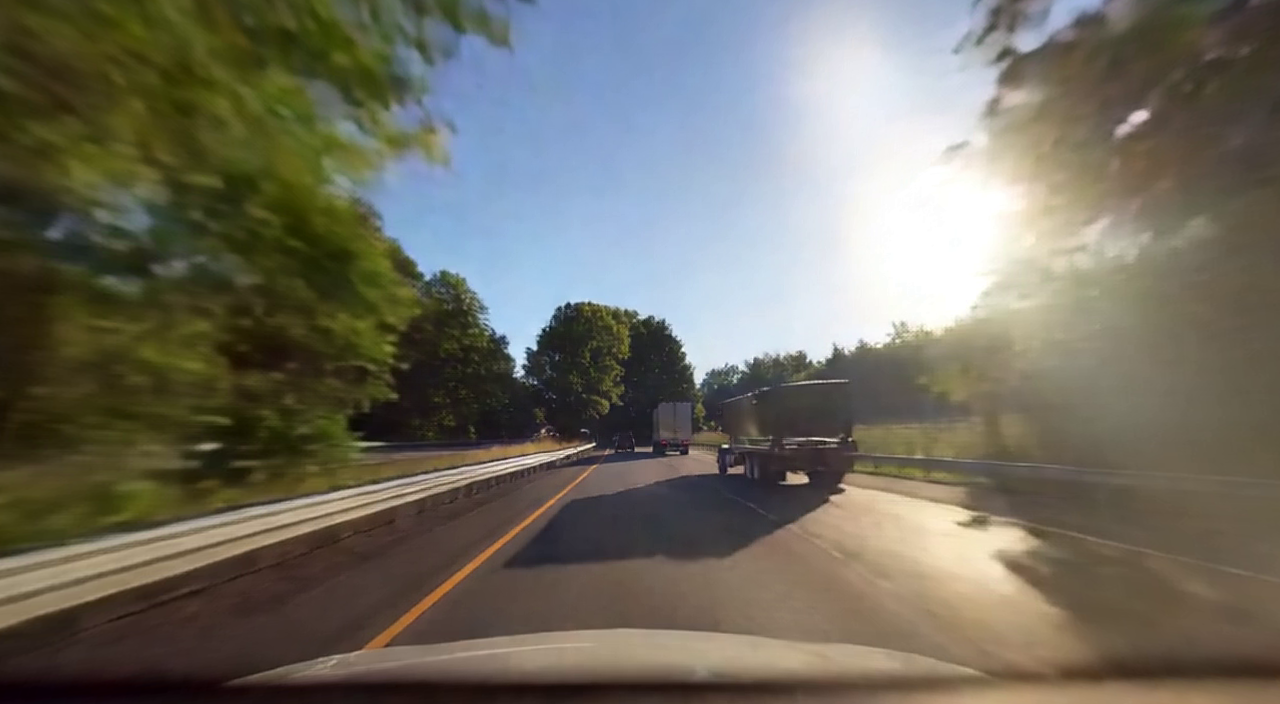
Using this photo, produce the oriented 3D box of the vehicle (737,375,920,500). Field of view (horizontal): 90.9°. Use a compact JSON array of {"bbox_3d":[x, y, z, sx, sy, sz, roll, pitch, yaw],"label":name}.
[{"bbox_3d":[4.619,2.274,17.001,2.741,2.716,6.323,0,-8,-2],"label":"vehicle"}]
